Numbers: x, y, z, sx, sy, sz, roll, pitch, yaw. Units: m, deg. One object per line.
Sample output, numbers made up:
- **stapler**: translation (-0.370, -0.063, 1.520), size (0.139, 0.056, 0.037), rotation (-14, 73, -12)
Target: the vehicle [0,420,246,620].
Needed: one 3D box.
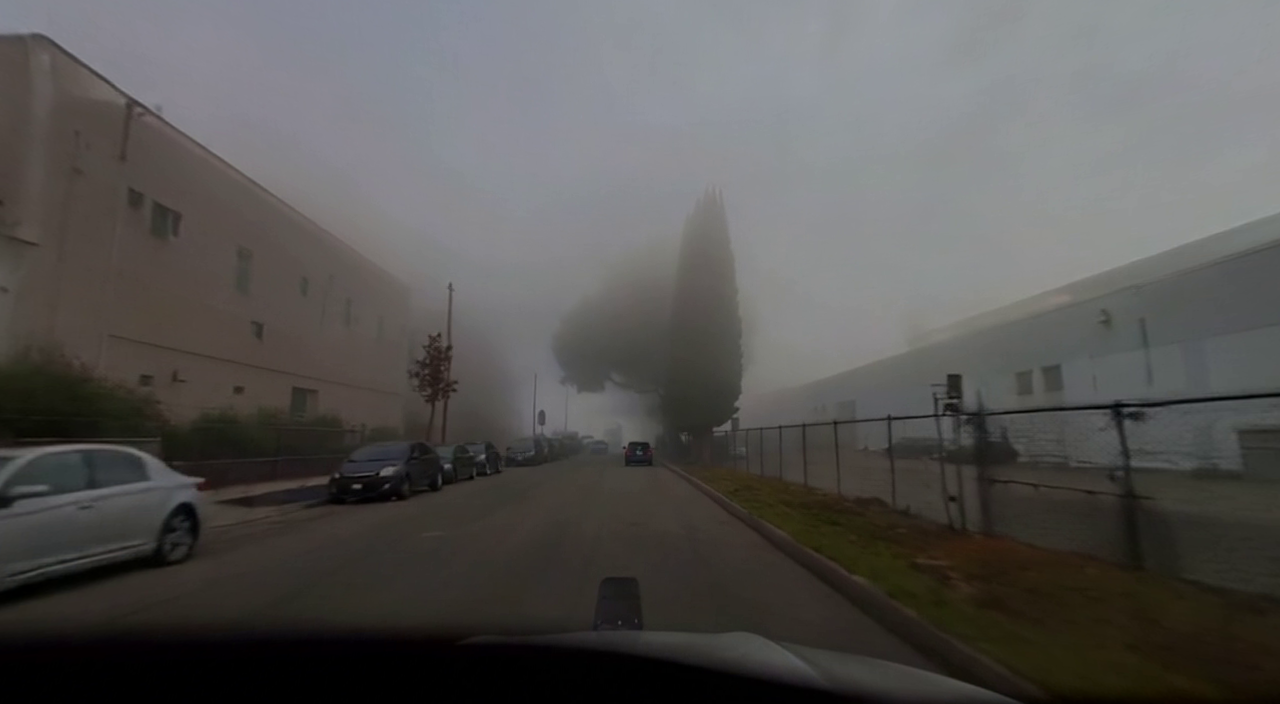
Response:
- **vehicle**: translation (-6.203, 1.499, 6.157), size (2.013, 1.609, 4.152), rotation (0, -8, 0)

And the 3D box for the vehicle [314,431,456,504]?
- **vehicle**: translation (-6.442, 2.922, 16.519), size (1.926, 1.647, 4.185), rotation (0, -8, 0)

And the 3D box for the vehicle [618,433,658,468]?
- **vehicle**: translation (-0.084, 5.504, 35.502), size (2.152, 1.874, 4.042), rotation (0, -8, 0)

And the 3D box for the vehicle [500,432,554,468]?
- **vehicle**: translation (-6.491, 5.777, 36.995), size (2.139, 1.943, 5.295), rotation (-1, -9, 1)
